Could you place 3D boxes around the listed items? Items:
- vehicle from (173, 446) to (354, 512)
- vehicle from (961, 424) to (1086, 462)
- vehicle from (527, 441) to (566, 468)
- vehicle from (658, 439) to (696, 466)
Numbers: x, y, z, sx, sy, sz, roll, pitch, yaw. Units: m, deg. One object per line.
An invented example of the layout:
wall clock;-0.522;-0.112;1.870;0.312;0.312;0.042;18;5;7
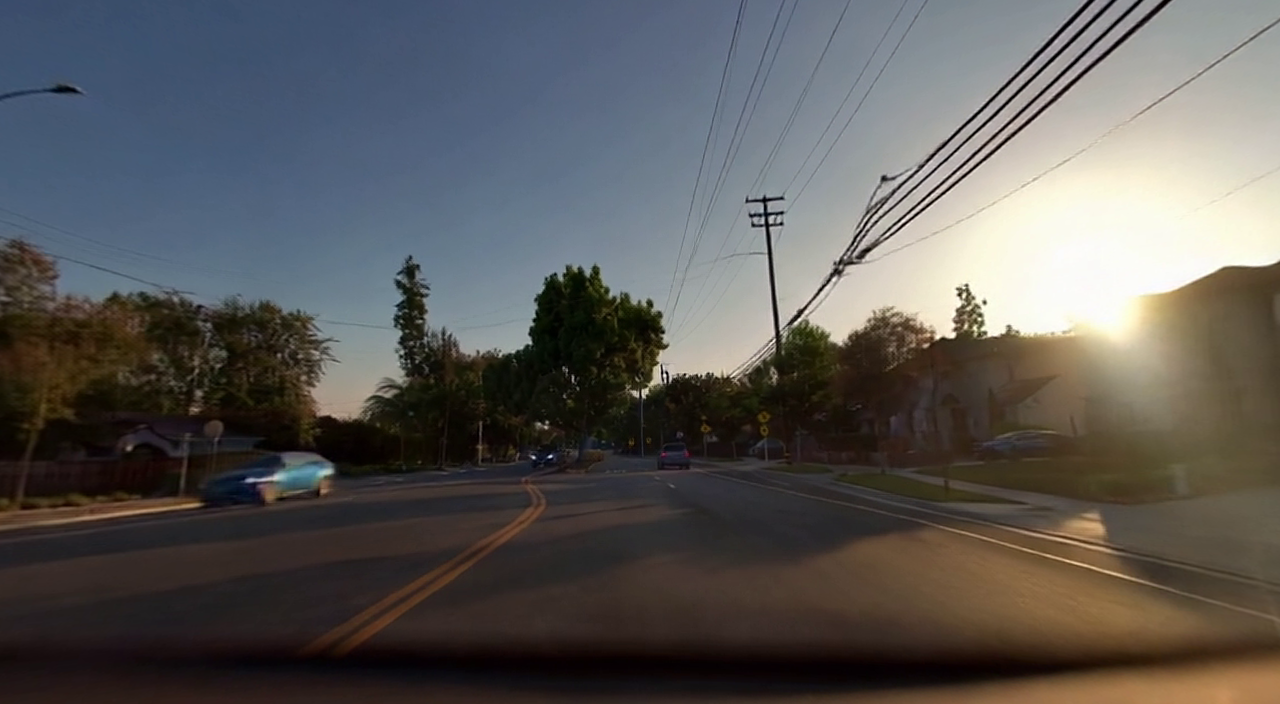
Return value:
vehicle;-9.976;3.353;17.255;2.050;1.536;4.537;-1;-9;2
vehicle;18.128;4.338;29.969;4.766;1.493;2.076;-9;-11;31
vehicle;-6.719;7.424;45.749;2.127;1.725;4.366;-3;-9;0
vehicle;2.577;7.180;45.131;2.144;1.843;4.827;0;-9;-4
